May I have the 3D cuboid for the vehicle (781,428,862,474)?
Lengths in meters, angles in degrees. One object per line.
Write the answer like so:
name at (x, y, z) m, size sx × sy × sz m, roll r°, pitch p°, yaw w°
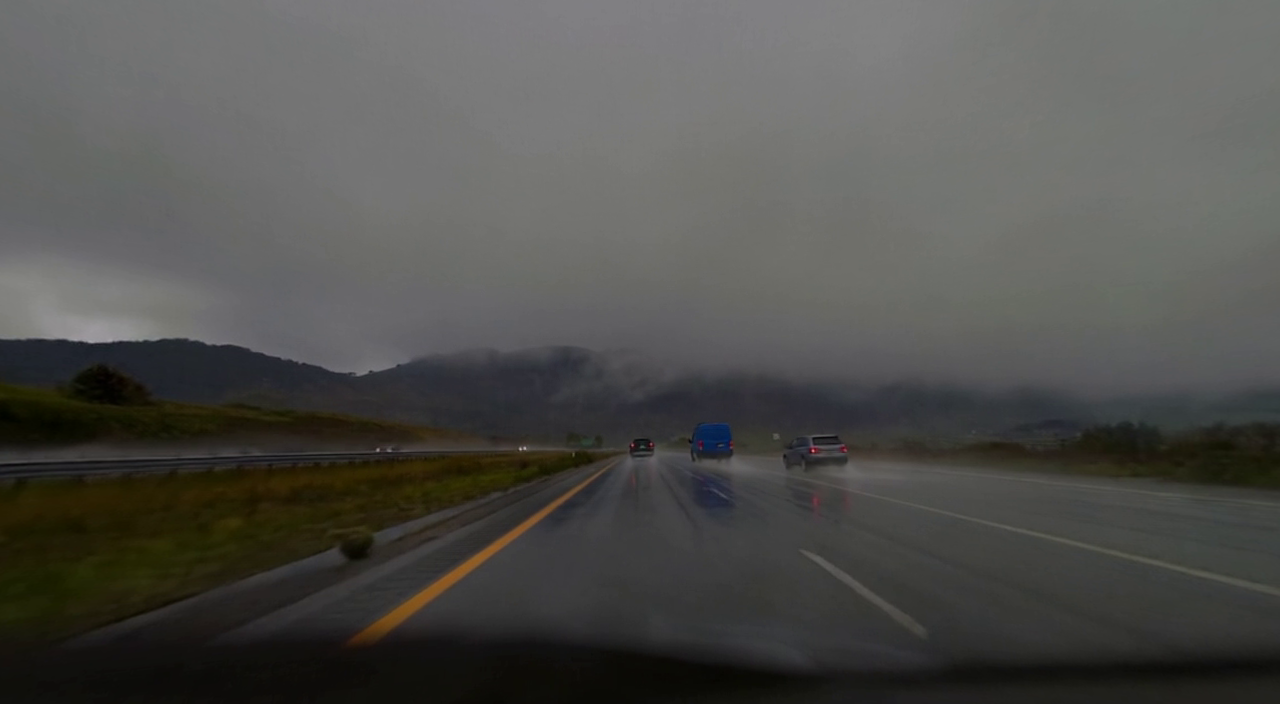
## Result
vehicle at (8.188, 4.534, 29.019) m, size 2.240 × 1.925 × 4.854 m, roll 0°, pitch -8°, yaw -1°

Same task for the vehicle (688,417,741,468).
vehicle at (4.157, 5.240, 36.460) m, size 2.302 × 2.670 × 6.176 m, roll 0°, pitch -8°, yaw 0°

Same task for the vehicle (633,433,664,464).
vehicle at (0.548, 6.961, 45.571) m, size 2.131 × 2.122 × 4.473 m, roll 0°, pitch -8°, yaw 0°
